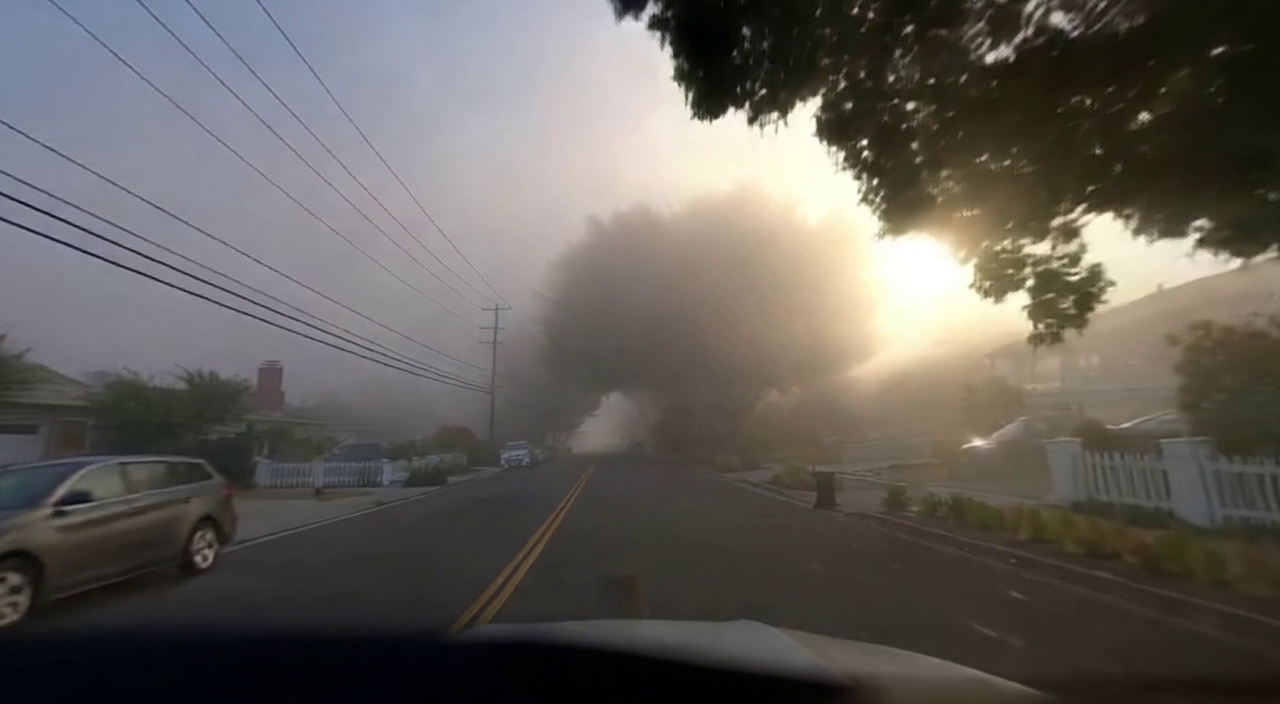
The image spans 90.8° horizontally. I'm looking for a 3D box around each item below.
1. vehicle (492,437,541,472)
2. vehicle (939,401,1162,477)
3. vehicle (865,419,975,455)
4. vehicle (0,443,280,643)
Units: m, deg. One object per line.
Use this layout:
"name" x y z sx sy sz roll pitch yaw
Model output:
"vehicle" -7.738 6.507 40.144 2.240 1.940 5.429 -2 -9 -3
"vehicle" 10.536 2.346 16.572 4.293 1.657 1.961 -4 -12 6
"vehicle" 14.587 4.462 33.092 4.842 1.728 1.875 1 -9 -1
"vehicle" -6.328 1.884 6.924 1.954 1.551 5.128 -3 -7 -2
